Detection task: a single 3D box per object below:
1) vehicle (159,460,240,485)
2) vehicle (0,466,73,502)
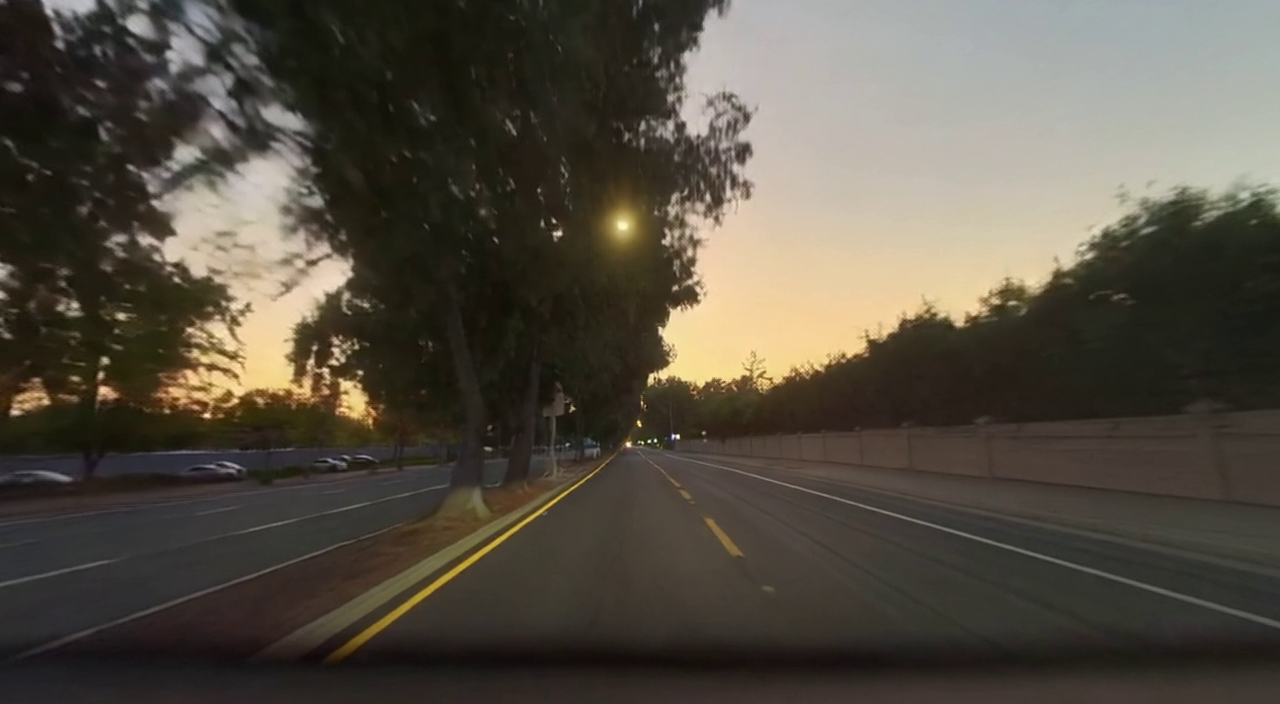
[{"bbox_3d":[-27.502,7.501,39.517,3.706,1.426,1.668,0,-9,-2],"label":"vehicle"},{"bbox_3d":[-27.643,5.723,27.462,3.956,1.414,2.109,-1,-8,0],"label":"vehicle"}]
